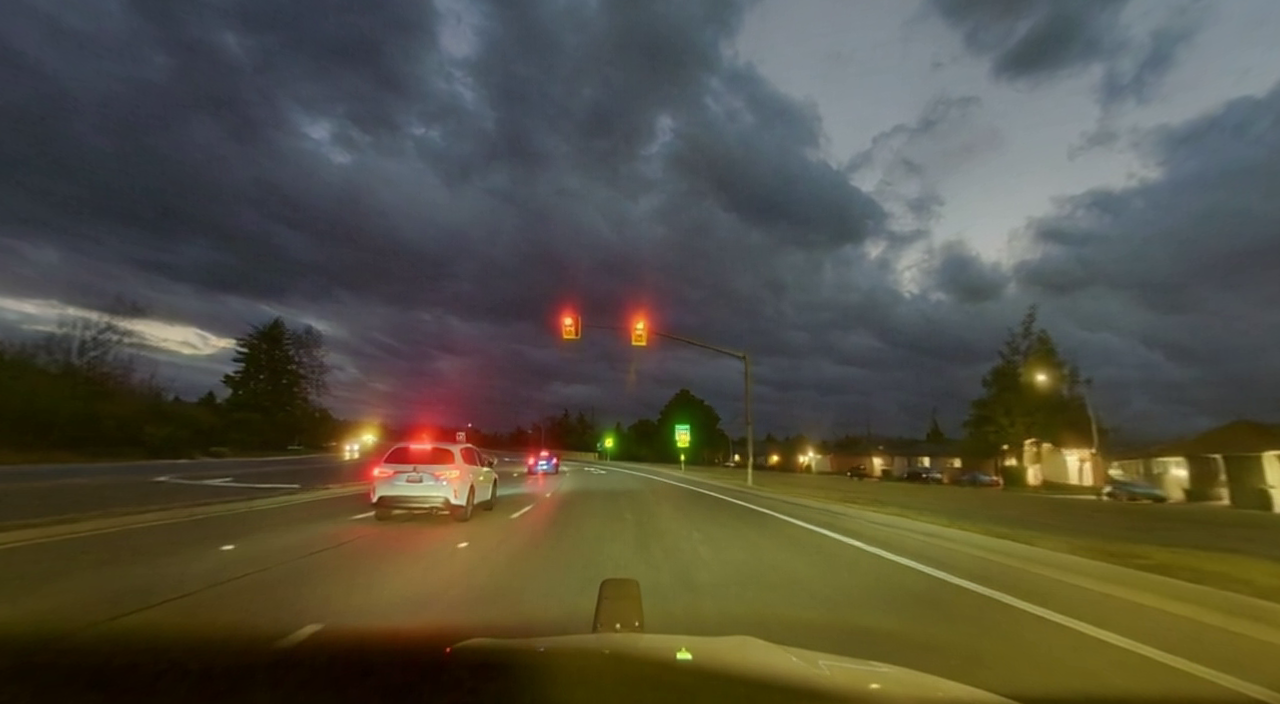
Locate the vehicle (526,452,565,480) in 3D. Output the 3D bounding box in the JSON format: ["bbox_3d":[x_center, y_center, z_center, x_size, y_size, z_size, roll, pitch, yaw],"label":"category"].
[{"bbox_3d":[-5.339,6.446,36.019,1.904,1.476,3.736,1,-9,-4],"label":"vehicle"}]

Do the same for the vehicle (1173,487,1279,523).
[{"bbox_3d":[35.179,9.112,37.904,1.791,1.703,4.779,2,-9,-7],"label":"vehicle"}]

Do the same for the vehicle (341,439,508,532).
[{"bbox_3d":[-4.298,2.714,13.559,2.098,1.613,4.606,0,-9,-2],"label":"vehicle"}]

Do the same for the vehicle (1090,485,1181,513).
[{"bbox_3d":[34.364,10.174,43.970,1.815,1.463,4.876,3,-9,-11],"label":"vehicle"}]
